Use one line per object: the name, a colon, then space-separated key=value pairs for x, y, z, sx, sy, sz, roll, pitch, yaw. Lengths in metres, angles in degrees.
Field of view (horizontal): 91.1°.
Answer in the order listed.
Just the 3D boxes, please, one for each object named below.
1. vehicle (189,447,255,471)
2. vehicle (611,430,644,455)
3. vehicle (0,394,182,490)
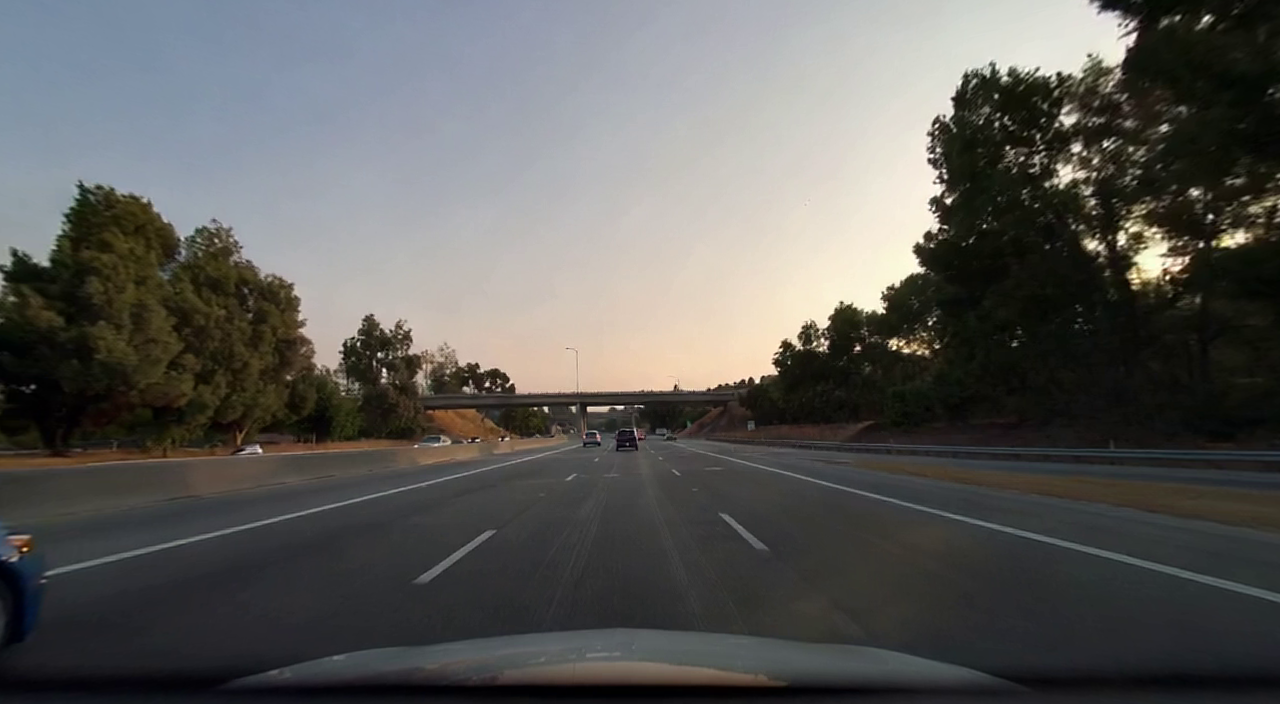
vehicle: x=-28.893 y=7.397 z=43.561 sx=1.786 sy=1.493 sz=4.035 roll=0 pitch=-8 yaw=0
vehicle: x=-0.820 y=6.041 z=42.145 sx=2.116 sy=1.625 sz=4.004 roll=0 pitch=-8 yaw=-1
vehicle: x=-28.755 y=4.214 z=29.657 sx=2.923 sy=4.095 sz=14.129 roll=0 pitch=-8 yaw=4
